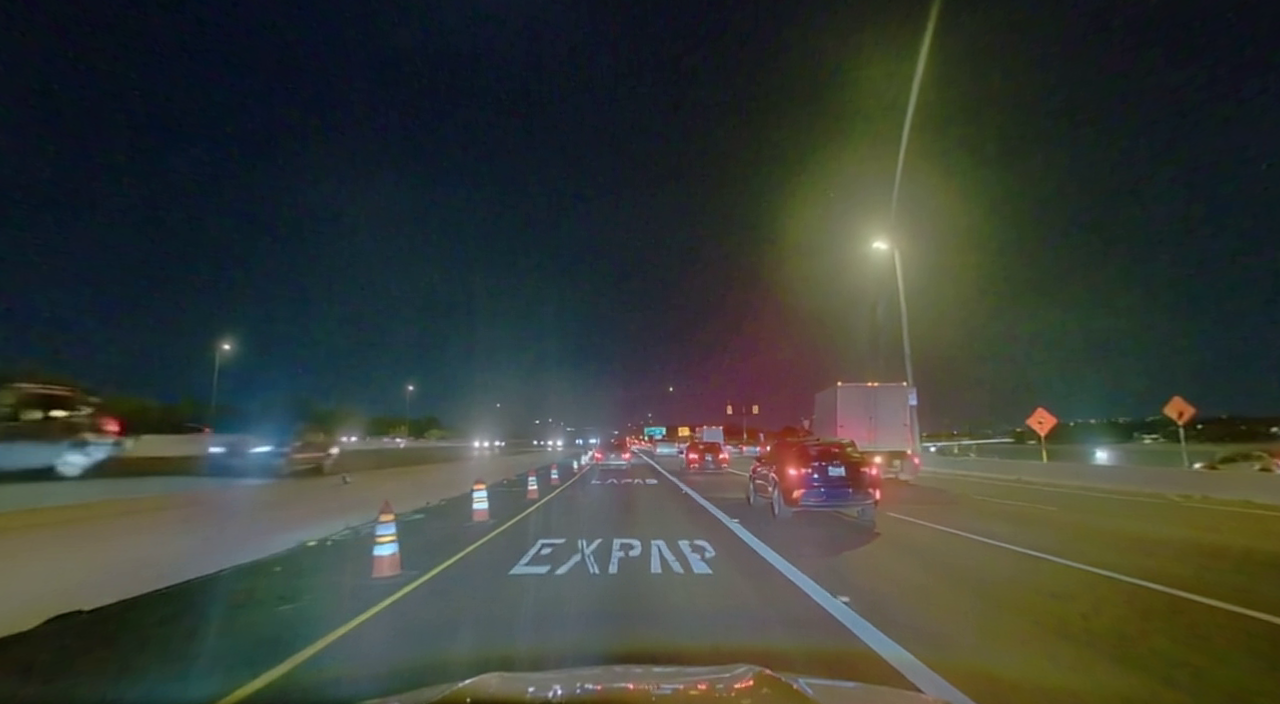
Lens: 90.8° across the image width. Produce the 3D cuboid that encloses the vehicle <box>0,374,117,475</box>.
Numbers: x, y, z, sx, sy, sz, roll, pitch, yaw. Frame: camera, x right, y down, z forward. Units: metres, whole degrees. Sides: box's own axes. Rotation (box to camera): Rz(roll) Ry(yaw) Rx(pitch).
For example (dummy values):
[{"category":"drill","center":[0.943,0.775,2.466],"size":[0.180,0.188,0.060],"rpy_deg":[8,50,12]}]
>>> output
[{"category":"vehicle","center":[-13.646,1.360,11.954],"size":[2.414,1.943,6.030],"rpy_deg":[0,-8,-1]}]

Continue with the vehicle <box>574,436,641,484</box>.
[{"category":"vehicle","center":[-1.077,3.638,21.739],"size":[2.069,1.470,4.004],"rpy_deg":[0,-8,-2]}]

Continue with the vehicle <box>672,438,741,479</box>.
[{"category":"vehicle","center":[2.499,4.137,24.995],"size":[2.042,1.460,4.451],"rpy_deg":[0,-8,-3]}]

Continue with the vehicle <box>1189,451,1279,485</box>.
[{"category":"vehicle","center":[35.741,6.682,36.812],"size":[2.227,1.730,5.442],"rpy_deg":[1,-8,-6]}]

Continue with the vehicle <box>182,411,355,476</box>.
[{"category":"vehicle","center":[-10.102,2.552,17.734],"size":[1.997,1.562,4.754],"rpy_deg":[0,-8,-1]}]

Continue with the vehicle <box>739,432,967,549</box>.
[{"category":"vehicle","center":[3.040,2.049,10.169],"size":[1.996,1.455,4.281],"rpy_deg":[0,-8,-3]}]
